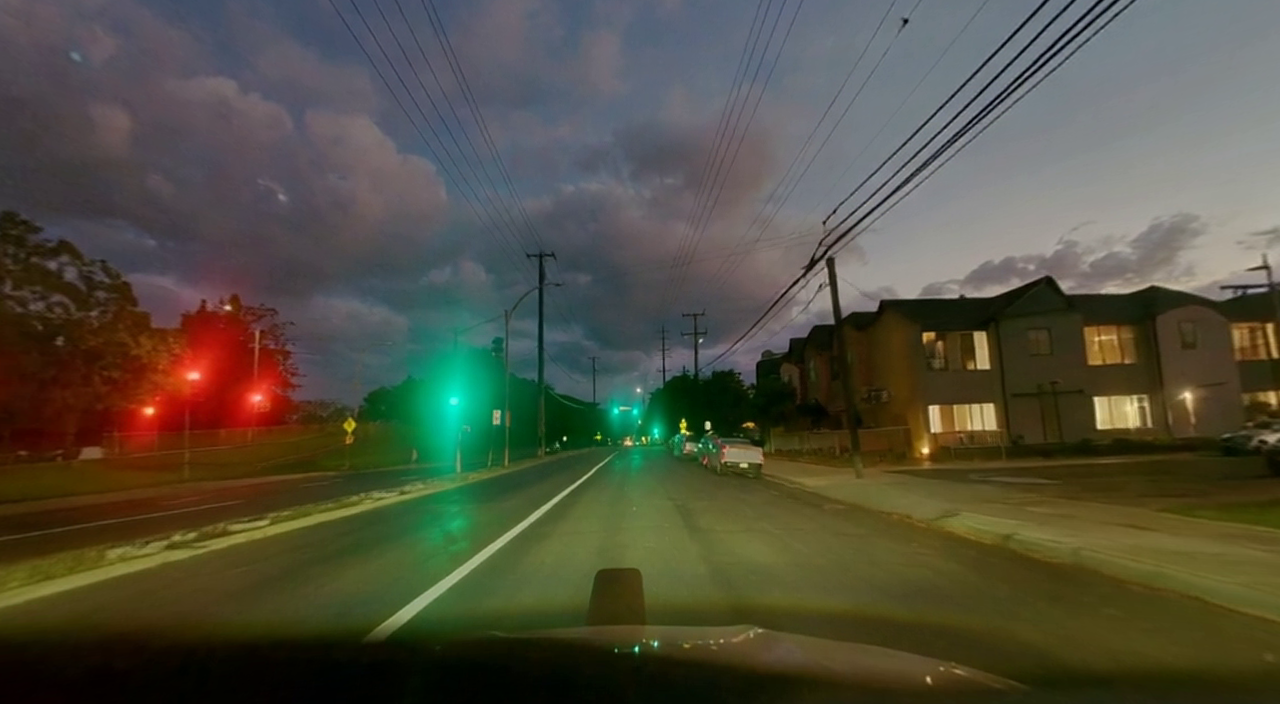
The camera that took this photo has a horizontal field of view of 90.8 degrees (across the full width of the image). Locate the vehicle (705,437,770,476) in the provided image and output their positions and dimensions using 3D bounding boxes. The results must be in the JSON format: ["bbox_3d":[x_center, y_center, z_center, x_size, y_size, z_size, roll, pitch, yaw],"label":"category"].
[{"bbox_3d":[3.868,4.202,25.769,1.785,1.441,4.458,0,-8,-2],"label":"vehicle"}]
